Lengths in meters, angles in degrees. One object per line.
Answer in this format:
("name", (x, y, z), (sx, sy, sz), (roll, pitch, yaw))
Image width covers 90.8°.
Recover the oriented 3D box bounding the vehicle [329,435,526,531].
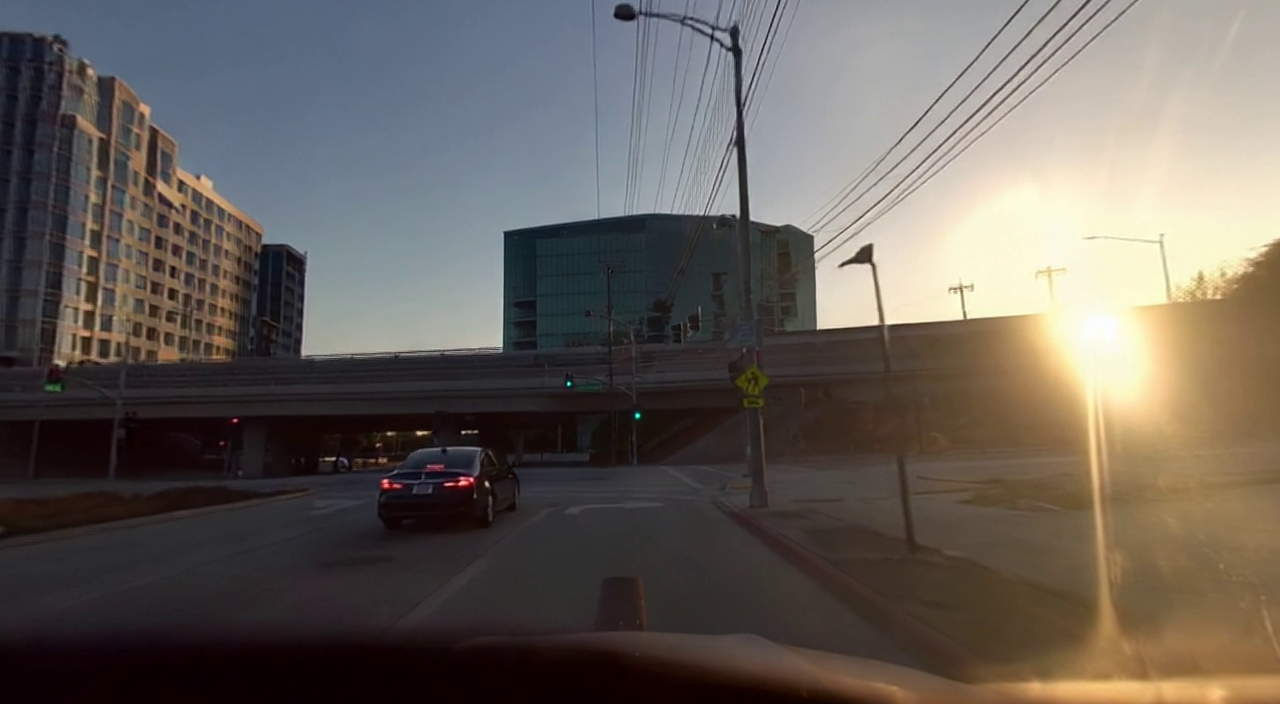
("vehicle", (-3.704, 2.386, 12.085), (2.154, 1.465, 4.532), (0, -9, 0))
